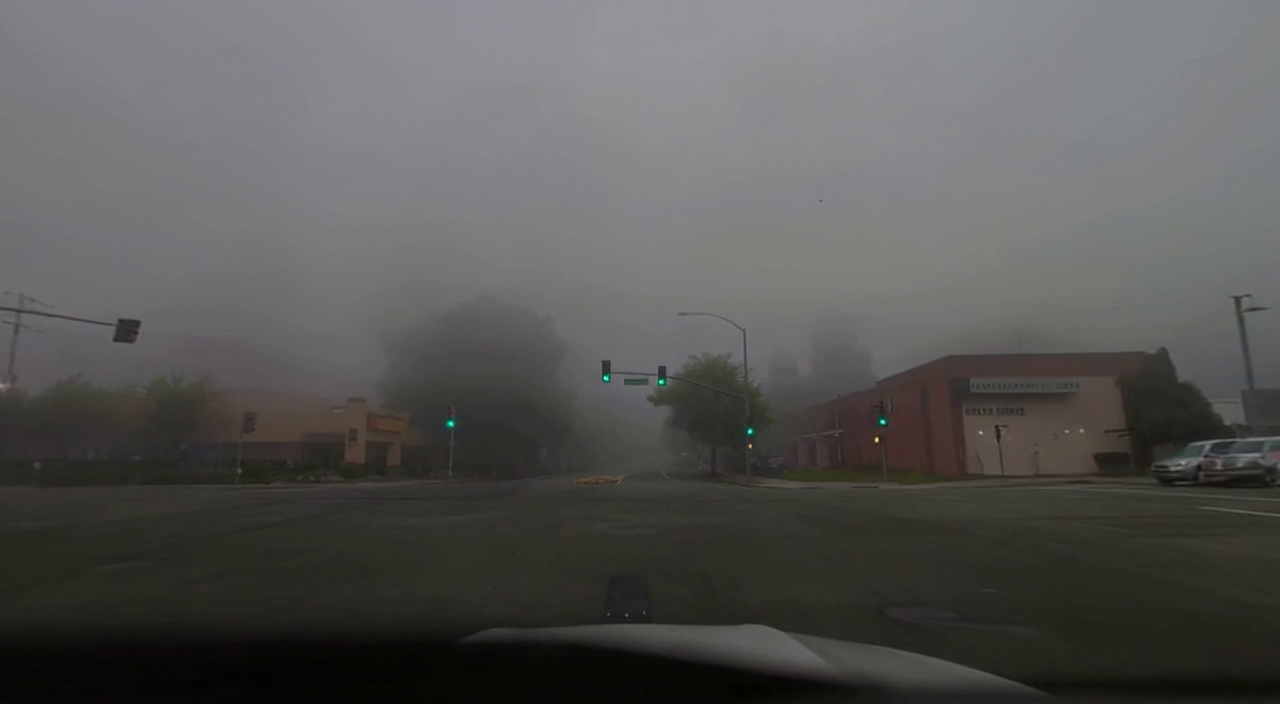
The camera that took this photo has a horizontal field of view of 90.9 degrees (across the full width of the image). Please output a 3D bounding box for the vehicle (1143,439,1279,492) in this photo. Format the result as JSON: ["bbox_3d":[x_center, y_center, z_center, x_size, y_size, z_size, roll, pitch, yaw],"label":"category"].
[{"bbox_3d":[20.194,3.826,21.393,4.483,1.691,1.949,0,-8,0],"label":"vehicle"}]
